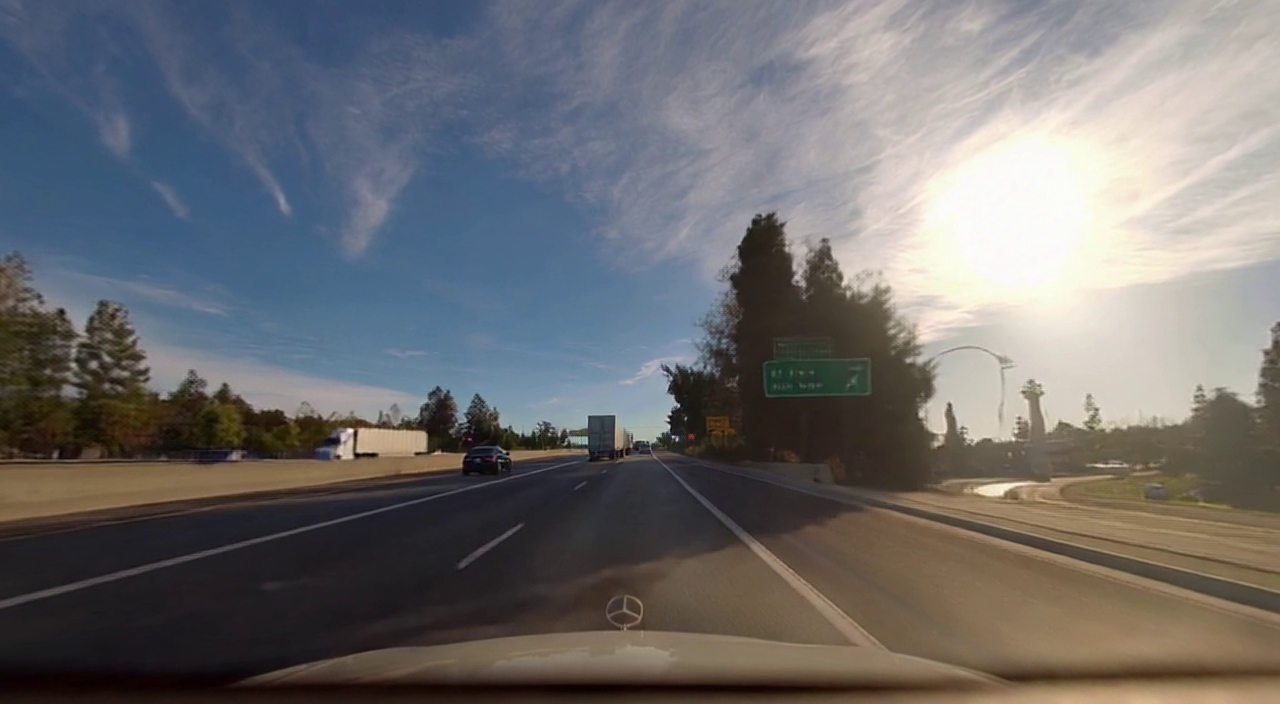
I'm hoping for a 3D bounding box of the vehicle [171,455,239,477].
[{"bbox_3d":[-31.123,8.138,45.036,1.814,1.421,4.156,-1,-8,2],"label":"vehicle"}]

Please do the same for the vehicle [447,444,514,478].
[{"bbox_3d":[-7.550,5.188,30.157,1.901,1.467,4.629,-1,-8,1],"label":"vehicle"}]
